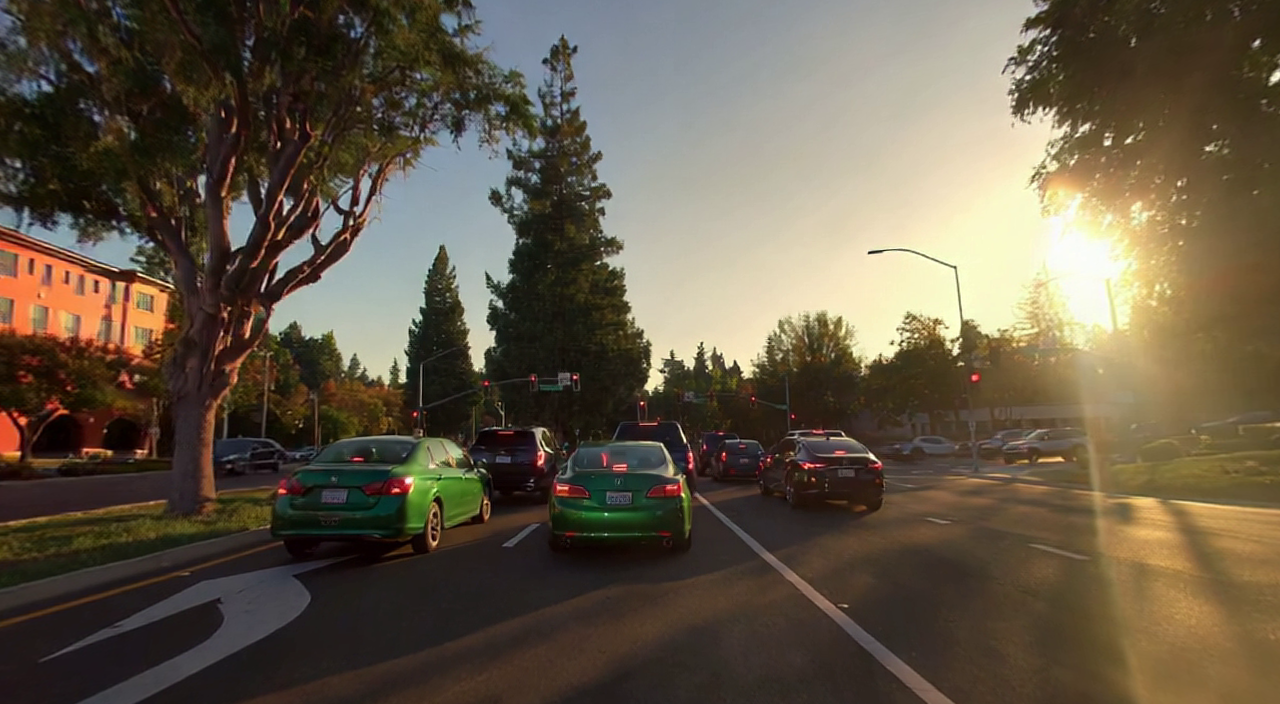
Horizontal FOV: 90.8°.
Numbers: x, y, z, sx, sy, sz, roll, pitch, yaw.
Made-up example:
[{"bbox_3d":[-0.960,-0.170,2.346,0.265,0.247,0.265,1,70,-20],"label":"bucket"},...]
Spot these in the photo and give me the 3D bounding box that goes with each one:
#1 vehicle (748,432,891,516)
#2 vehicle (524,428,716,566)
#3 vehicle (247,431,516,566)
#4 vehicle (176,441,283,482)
[{"bbox_3d":[3.536,2.467,13.266,1.880,1.476,3.932,0,-8,1],"label":"vehicle"},{"bbox_3d":[-0.222,1.830,8.698,2.041,1.450,3.847,0,-8,0],"label":"vehicle"},{"bbox_3d":[-3.211,1.887,8.934,1.917,1.441,4.128,-1,-8,2],"label":"vehicle"},{"bbox_3d":[-18.083,4.802,28.139,2.094,1.654,4.786,1,-8,-8],"label":"vehicle"}]
